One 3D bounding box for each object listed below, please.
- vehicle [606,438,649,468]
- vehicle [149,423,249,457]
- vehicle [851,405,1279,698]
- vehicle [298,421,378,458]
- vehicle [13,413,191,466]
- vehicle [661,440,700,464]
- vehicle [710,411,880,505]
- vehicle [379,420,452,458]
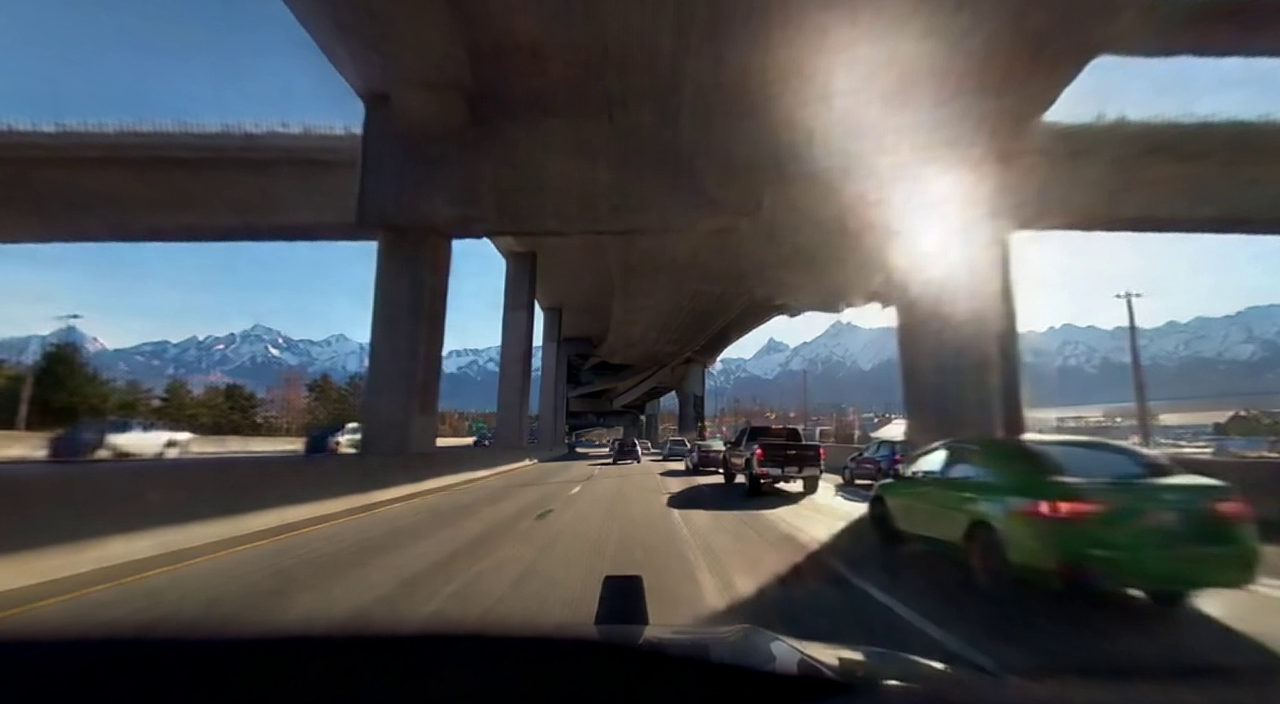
[{"bbox_3d":[-0.700,5.556,34.853,2.266,1.549,3.978,0,-8,-1],"label":"vehicle"},{"bbox_3d":[-23.191,4.681,33.487,1.997,1.665,4.822,0,-8,-3],"label":"vehicle"},{"bbox_3d":[3.850,1.395,5.810,2.048,1.497,4.952,0,-8,-1],"label":"vehicle"},{"bbox_3d":[-15.583,4.583,32.918,2.017,1.764,4.633,0,-8,-2],"label":"vehicle"},{"bbox_3d":[-18.776,3.135,22.455,2.111,1.654,4.790,0,-8,-1],"label":"vehicle"},{"bbox_3d":[2.654,6.688,42.500,2.057,1.517,4.538,0,-8,-3],"label":"vehicle"},{"bbox_3d":[3.841,2.872,17.590,2.747,2.061,7.011,0,-8,-2],"label":"vehicle"},{"bbox_3d":[-11.427,4.500,32.523,2.118,1.831,4.729,0,-8,-2],"label":"vehicle"}]
